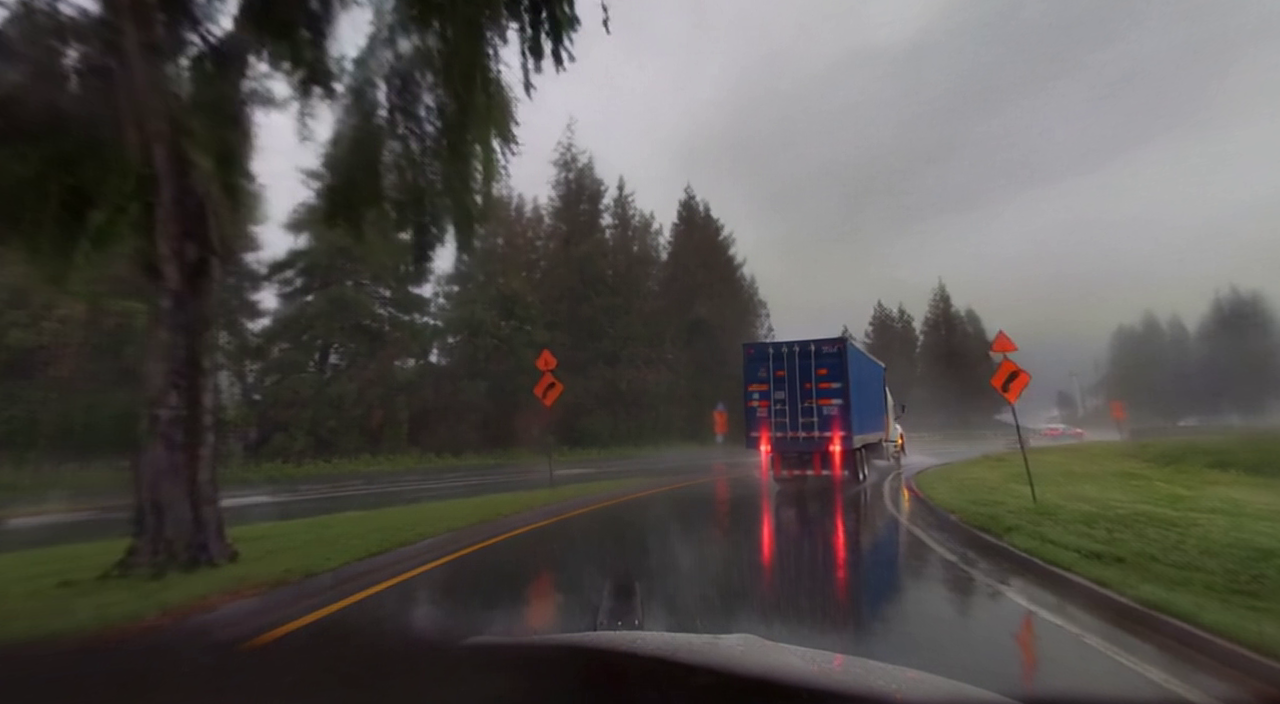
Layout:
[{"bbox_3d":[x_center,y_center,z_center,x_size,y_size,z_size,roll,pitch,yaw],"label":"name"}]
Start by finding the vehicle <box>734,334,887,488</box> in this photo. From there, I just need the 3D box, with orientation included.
[{"bbox_3d":[5.756,2.009,19.718,2.937,3.647,9.344,-4,-9,24],"label":"vehicle"}]
